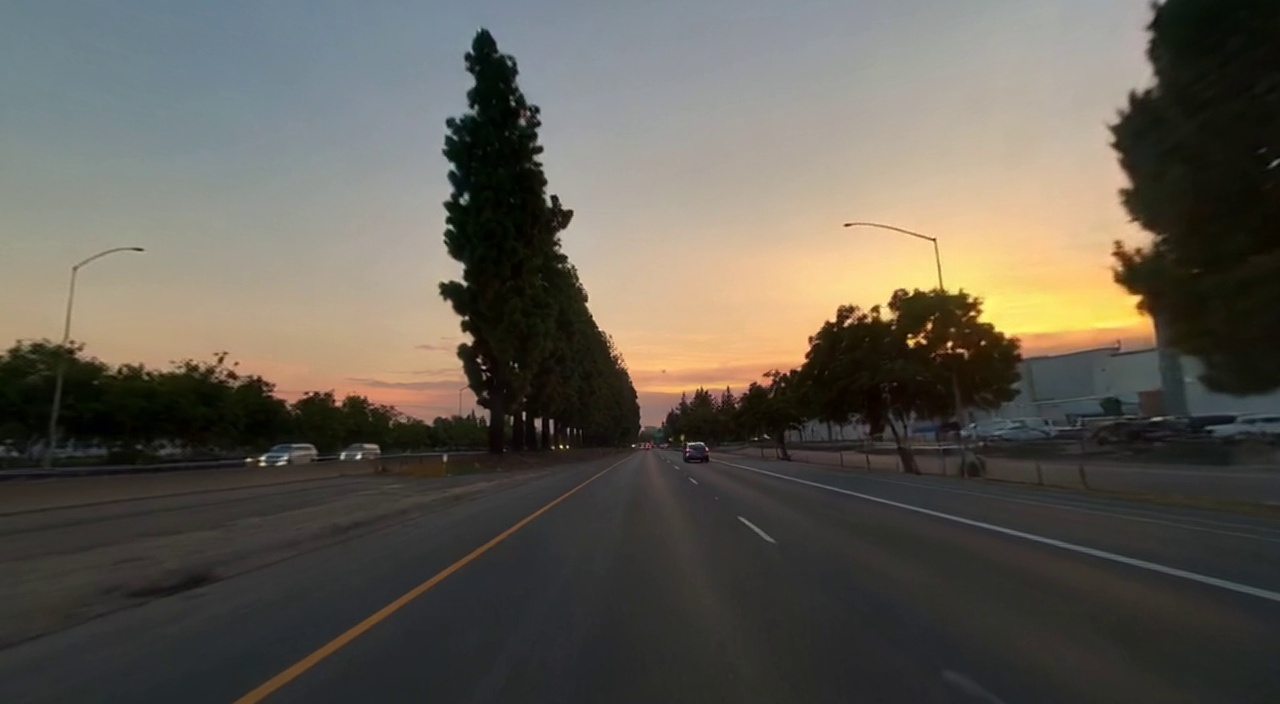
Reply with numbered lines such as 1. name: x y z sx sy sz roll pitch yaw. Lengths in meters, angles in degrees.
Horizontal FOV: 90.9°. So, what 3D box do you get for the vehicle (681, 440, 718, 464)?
1. vehicle: 3.938 6.698 42.343 2.062 1.518 4.026 0 -8 -1
